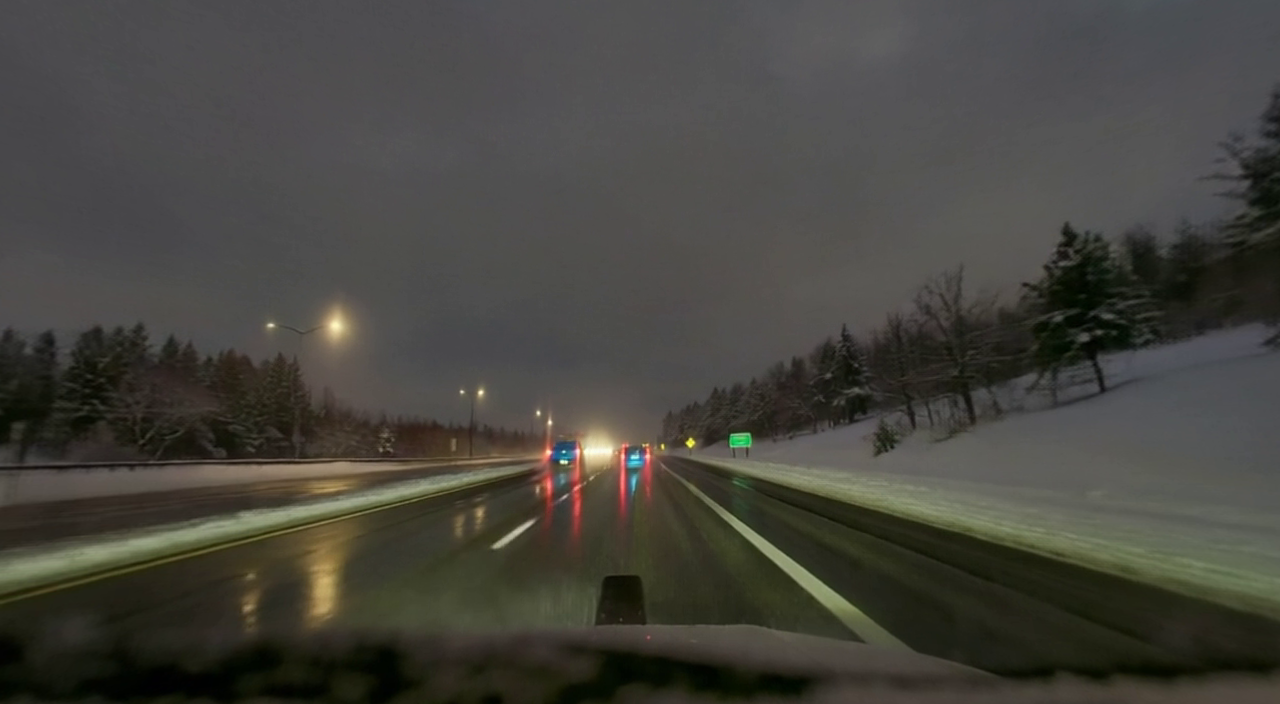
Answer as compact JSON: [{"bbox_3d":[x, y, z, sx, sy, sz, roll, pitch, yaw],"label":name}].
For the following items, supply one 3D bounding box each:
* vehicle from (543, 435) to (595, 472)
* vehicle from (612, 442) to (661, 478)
[{"bbox_3d":[-3.848,5.609,35.048,2.264,1.901,4.647,0,-9,1],"label":"vehicle"},{"bbox_3d":[-0.129,4.955,29.116,2.086,1.548,4.325,0,-9,0],"label":"vehicle"}]
